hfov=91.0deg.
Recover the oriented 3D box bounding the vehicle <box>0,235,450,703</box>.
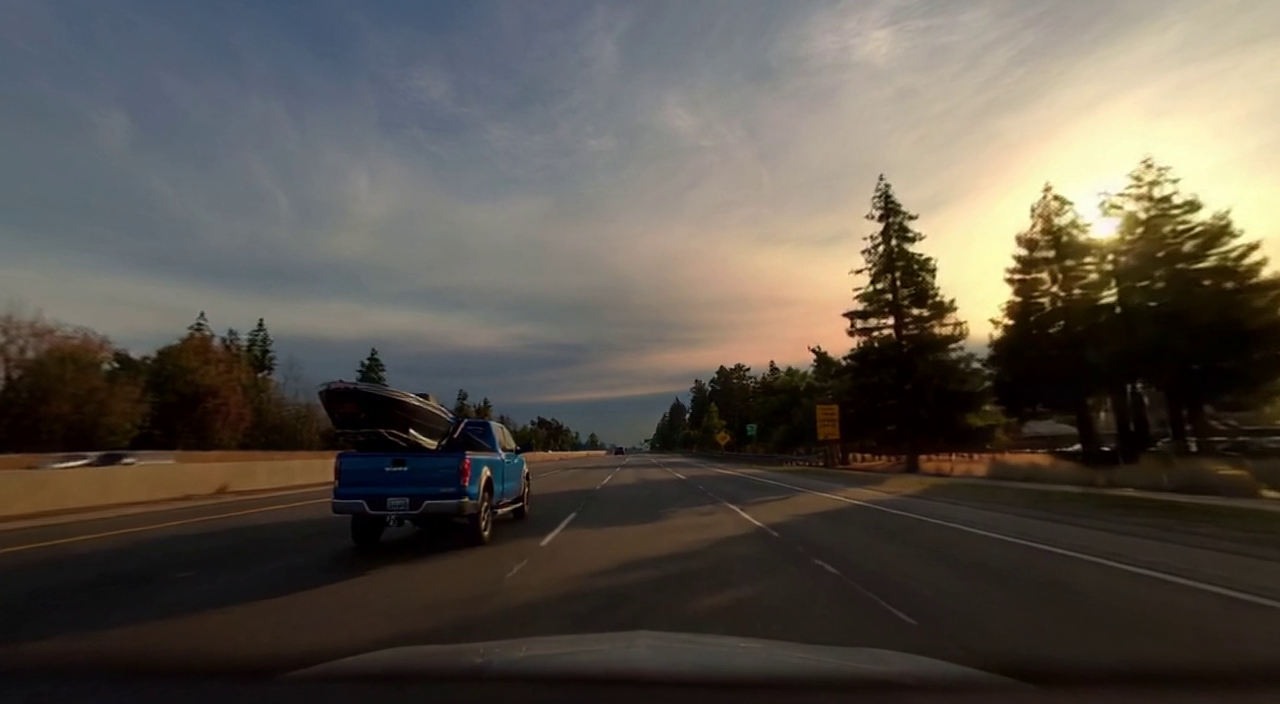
[{"bbox_3d":[-2.787,0.843,3.134,1.919,1.935,5.609,0,-9,0],"label":"vehicle"}]
